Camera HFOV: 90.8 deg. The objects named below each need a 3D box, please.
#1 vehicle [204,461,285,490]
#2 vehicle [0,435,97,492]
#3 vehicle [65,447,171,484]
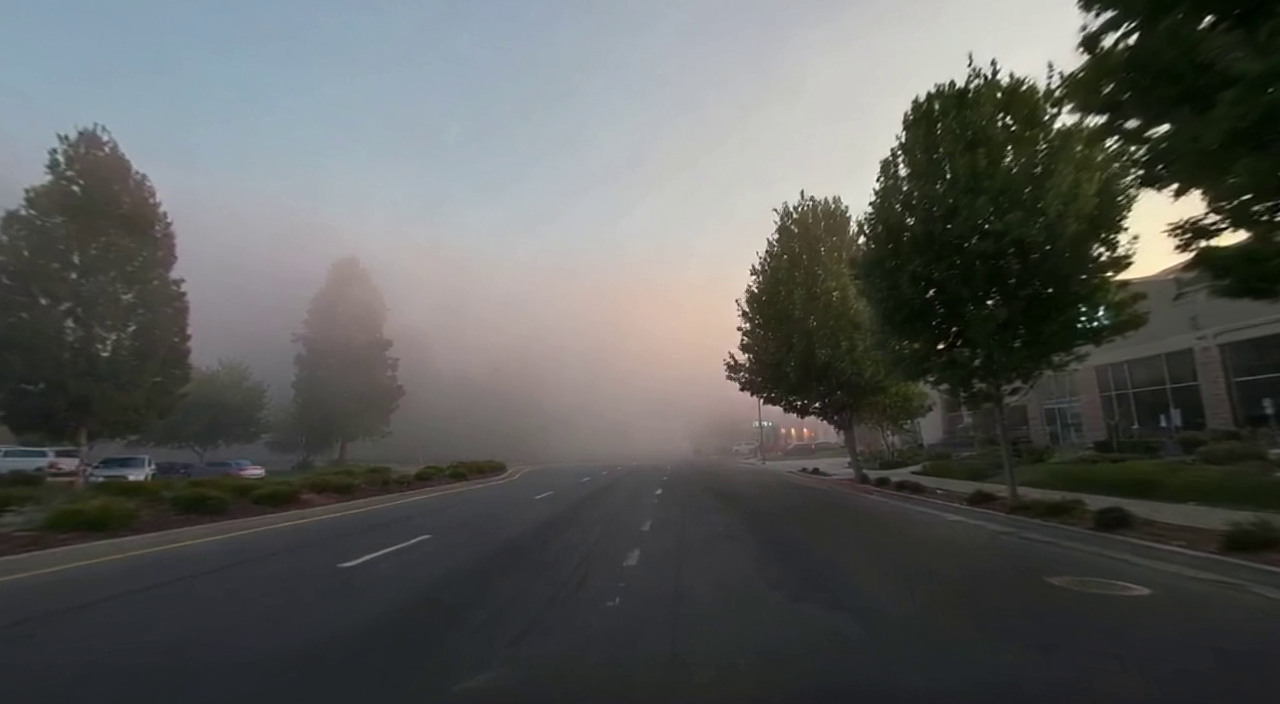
[{"bbox_3d":[-22.071,6.887,35.446,1.618,1.425,4.159,-1,-9,4],"label":"vehicle"},{"bbox_3d":[-22.886,3.984,22.707,1.693,1.922,5.304,-1,-9,4],"label":"vehicle"},{"bbox_3d":[-22.862,4.965,27.835,1.321,1.485,3.681,0,-9,3],"label":"vehicle"}]
